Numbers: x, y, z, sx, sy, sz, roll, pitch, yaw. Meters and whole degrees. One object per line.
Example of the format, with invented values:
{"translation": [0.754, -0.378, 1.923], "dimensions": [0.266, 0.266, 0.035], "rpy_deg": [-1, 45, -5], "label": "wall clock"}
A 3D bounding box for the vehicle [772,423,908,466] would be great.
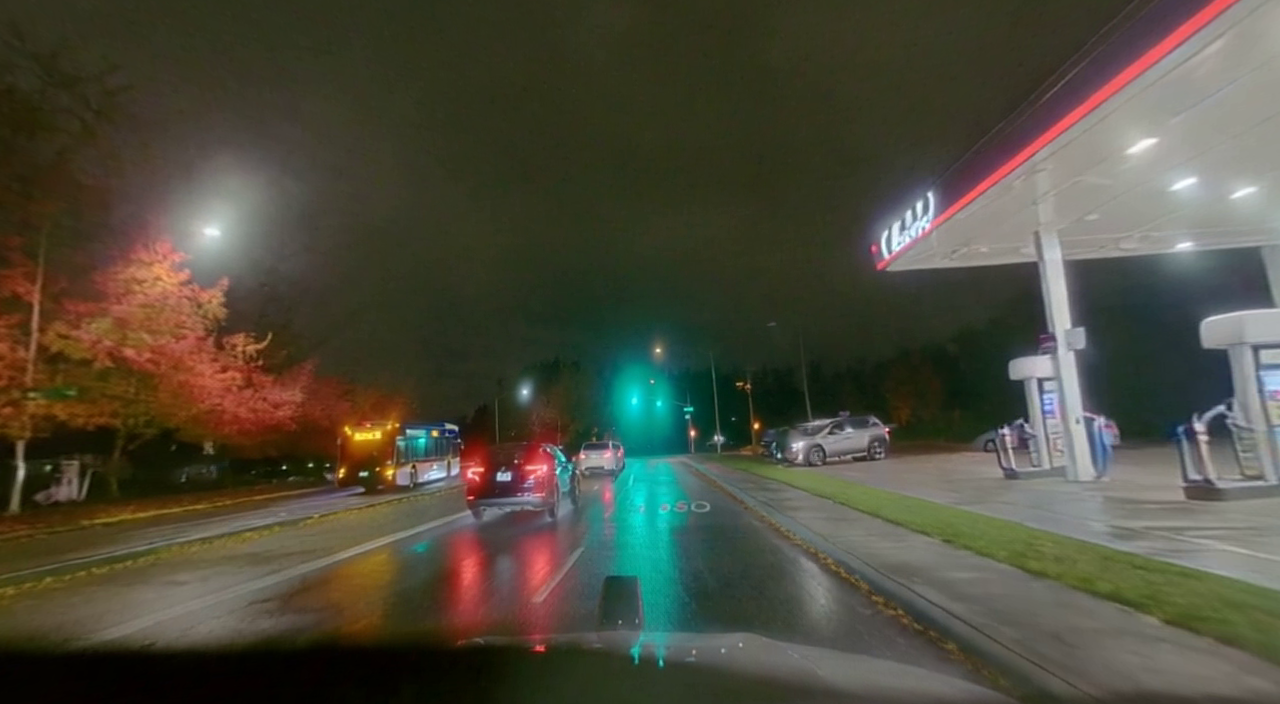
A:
{"translation": [8.161, 3.823, 25.962], "dimensions": [4.894, 1.451, 2.089], "rpy_deg": [-3, -7, 2], "label": "vehicle"}

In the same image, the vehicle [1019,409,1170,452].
{"translation": [17.100, 3.004, 23.758], "dimensions": [4.064, 1.507, 2.078], "rpy_deg": [0, -9, 1], "label": "vehicle"}

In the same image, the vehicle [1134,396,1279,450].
{"translation": [21.541, 2.680, 23.590], "dimensions": [4.172, 1.687, 1.773], "rpy_deg": [-4, -8, 1], "label": "vehicle"}

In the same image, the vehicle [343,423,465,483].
{"translation": [-14.432, 6.377, 39.854], "dimensions": [3.189, 3.205, 11.526], "rpy_deg": [0, -9, 1], "label": "vehicle"}

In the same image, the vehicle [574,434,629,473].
{"translation": [-1.768, 4.867, 30.150], "dimensions": [2.365, 1.751, 3.904], "rpy_deg": [0, -9, 1], "label": "vehicle"}

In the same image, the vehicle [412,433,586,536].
{"translation": [-2.281, 2.298, 11.452], "dimensions": [2.092, 1.507, 4.078], "rpy_deg": [0, -9, 2], "label": "vehicle"}
